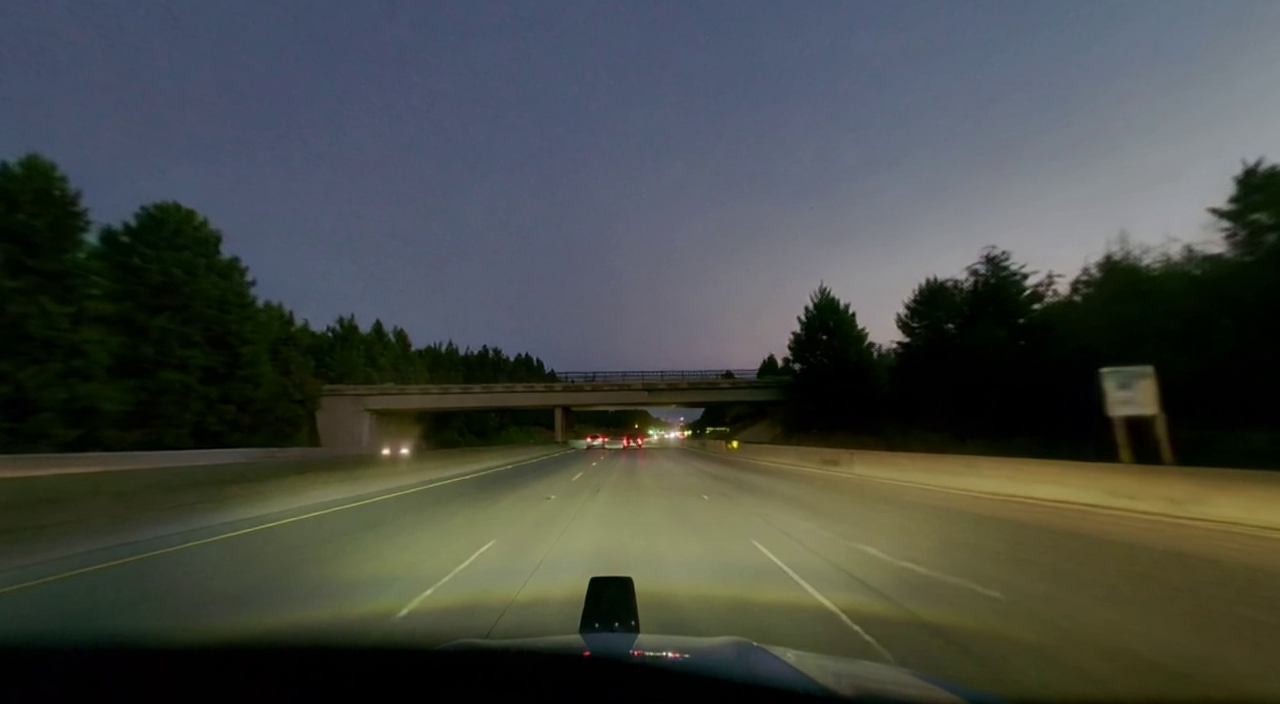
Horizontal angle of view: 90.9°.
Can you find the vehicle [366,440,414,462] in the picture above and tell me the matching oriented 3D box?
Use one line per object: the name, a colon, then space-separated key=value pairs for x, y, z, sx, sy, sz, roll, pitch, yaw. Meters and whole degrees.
vehicle: x=-17.257 y=6.869 z=43.717 sx=1.821 sy=1.444 sz=3.731 roll=0 pitch=-8 yaw=0
